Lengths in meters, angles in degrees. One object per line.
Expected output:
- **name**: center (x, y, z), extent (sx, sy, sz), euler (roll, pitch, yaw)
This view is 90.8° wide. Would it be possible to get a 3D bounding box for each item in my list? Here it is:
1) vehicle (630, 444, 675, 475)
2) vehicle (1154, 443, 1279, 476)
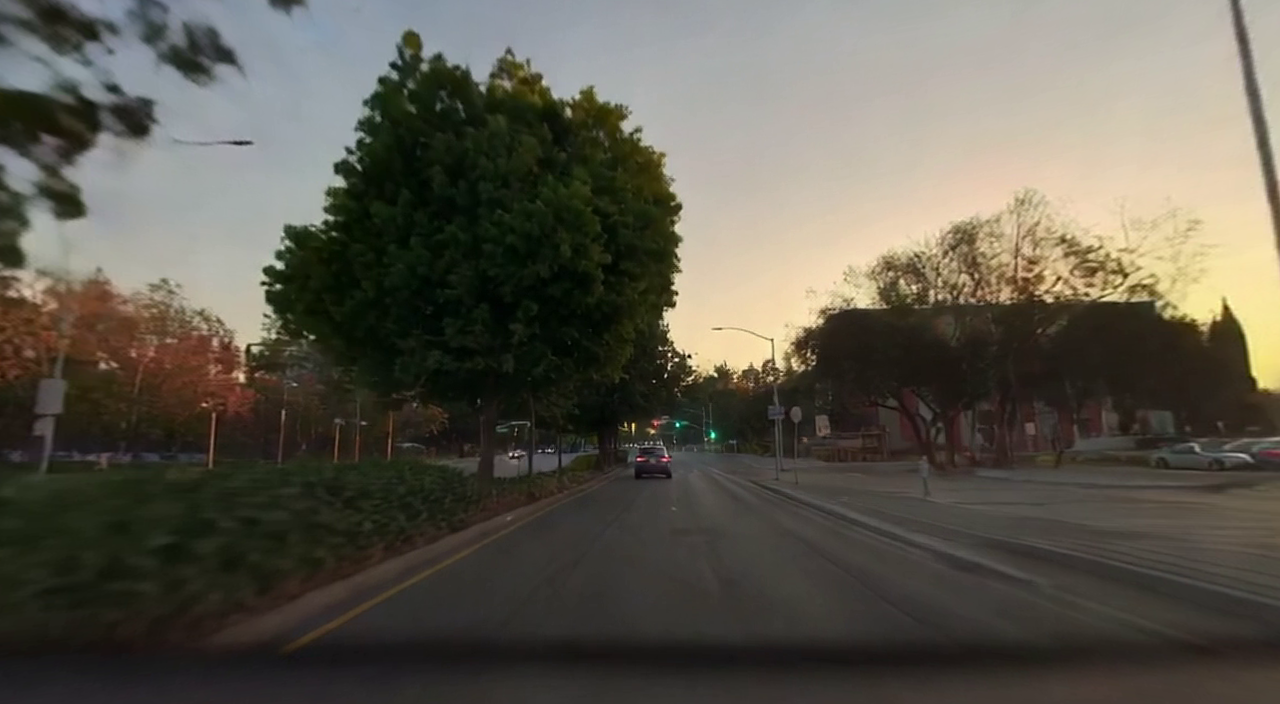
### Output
- **vehicle**: center (0.670, 5.446, 32.279), extent (2.133, 1.481, 4.276), euler (0, -9, 2)
- **vehicle**: center (28.021, 5.195, 30.824), extent (1.839, 1.470, 4.548), euler (0, -9, -3)
